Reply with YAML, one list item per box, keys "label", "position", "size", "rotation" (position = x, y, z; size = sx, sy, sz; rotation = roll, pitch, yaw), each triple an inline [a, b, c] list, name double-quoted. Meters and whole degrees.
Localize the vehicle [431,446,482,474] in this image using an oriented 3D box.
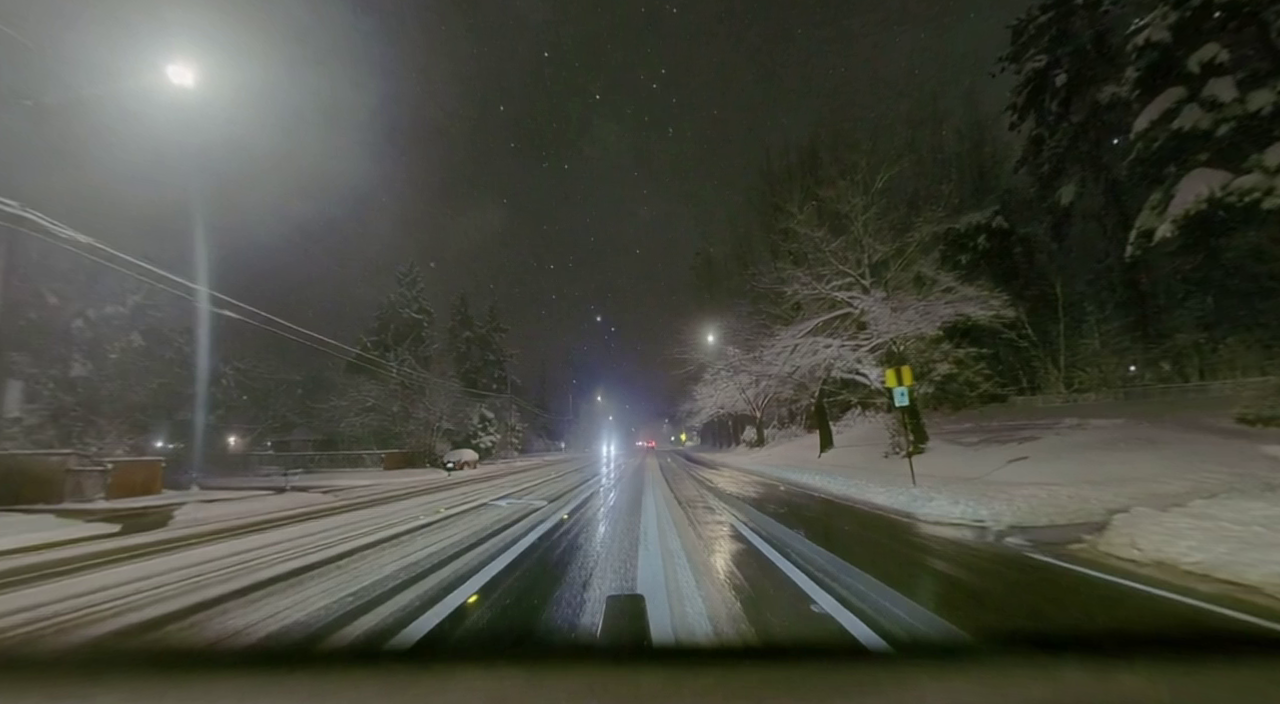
- label: "vehicle"
  position: [-12.184, 7.131, 42.069]
  size: [1.921, 1.611, 4.713]
  rotation: [-4, -8, 1]
